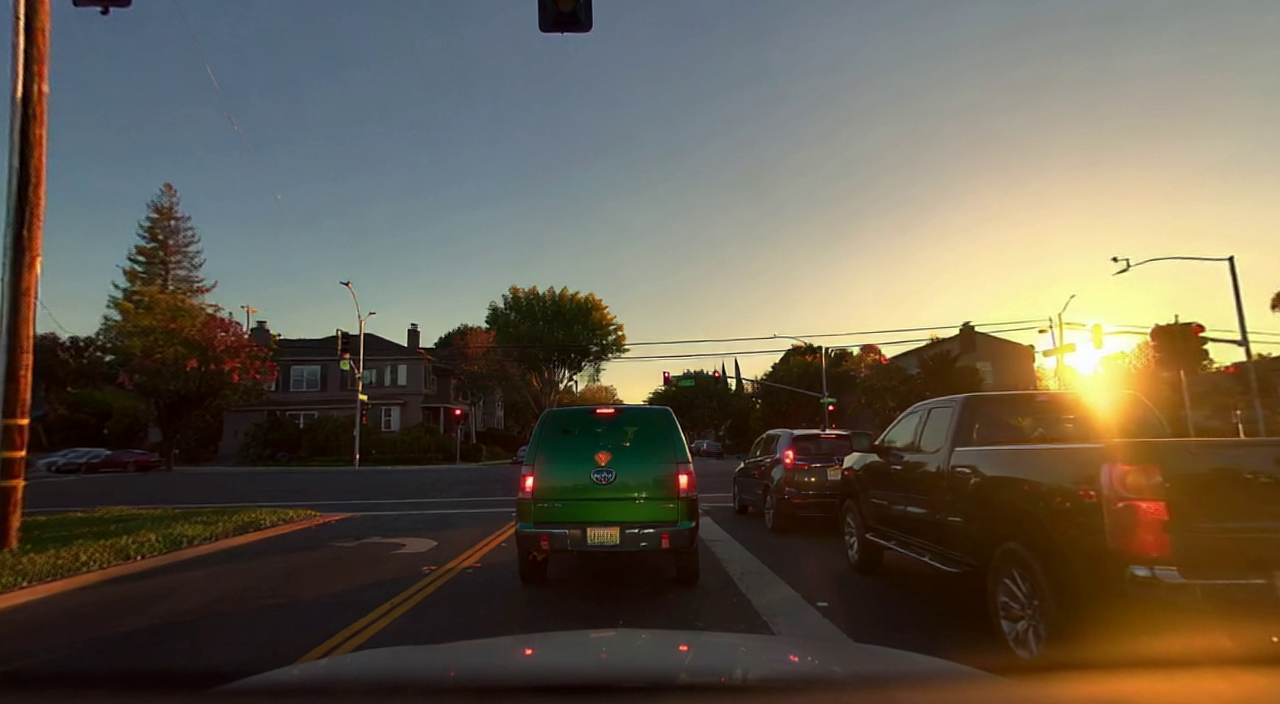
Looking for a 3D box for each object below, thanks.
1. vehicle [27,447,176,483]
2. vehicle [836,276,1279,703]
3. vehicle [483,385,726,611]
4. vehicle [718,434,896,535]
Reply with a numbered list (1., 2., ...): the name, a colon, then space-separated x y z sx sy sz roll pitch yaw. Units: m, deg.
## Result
1. vehicle: -22.915 4.789 27.063 4.533 1.350 1.714 0 -8 -9
2. vehicle: 2.977 0.948 3.809 1.886 1.849 5.070 0 -8 -1
3. vehicle: -0.251 1.405 6.785 1.915 1.780 3.379 0 -8 1
4. vehicle: 2.725 2.266 11.527 1.952 1.465 4.421 0 -8 -1
